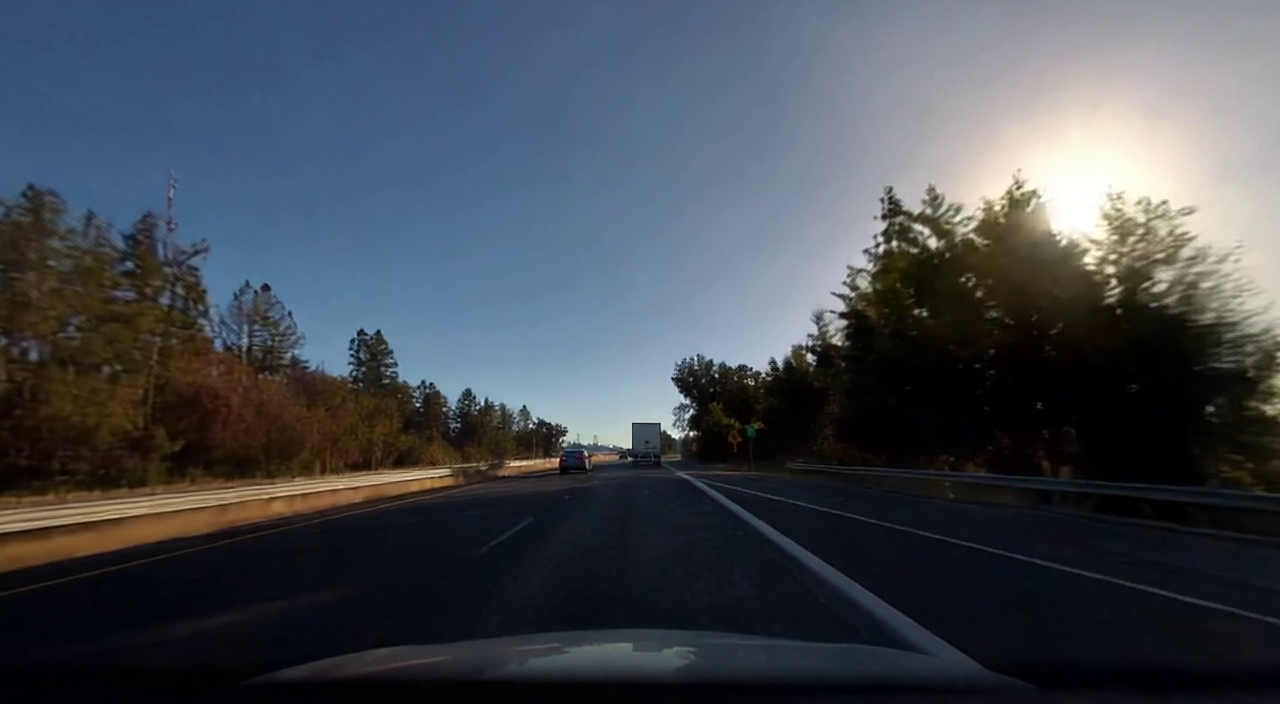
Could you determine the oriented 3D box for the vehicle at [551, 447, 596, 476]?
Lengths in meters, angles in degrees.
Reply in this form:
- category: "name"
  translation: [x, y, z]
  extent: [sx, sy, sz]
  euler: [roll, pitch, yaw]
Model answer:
- category: "vehicle"
  translation: [-3.810, 6.363, 36.928]
  extent: [1.999, 1.533, 4.870]
  euler: [-1, -9, 2]
